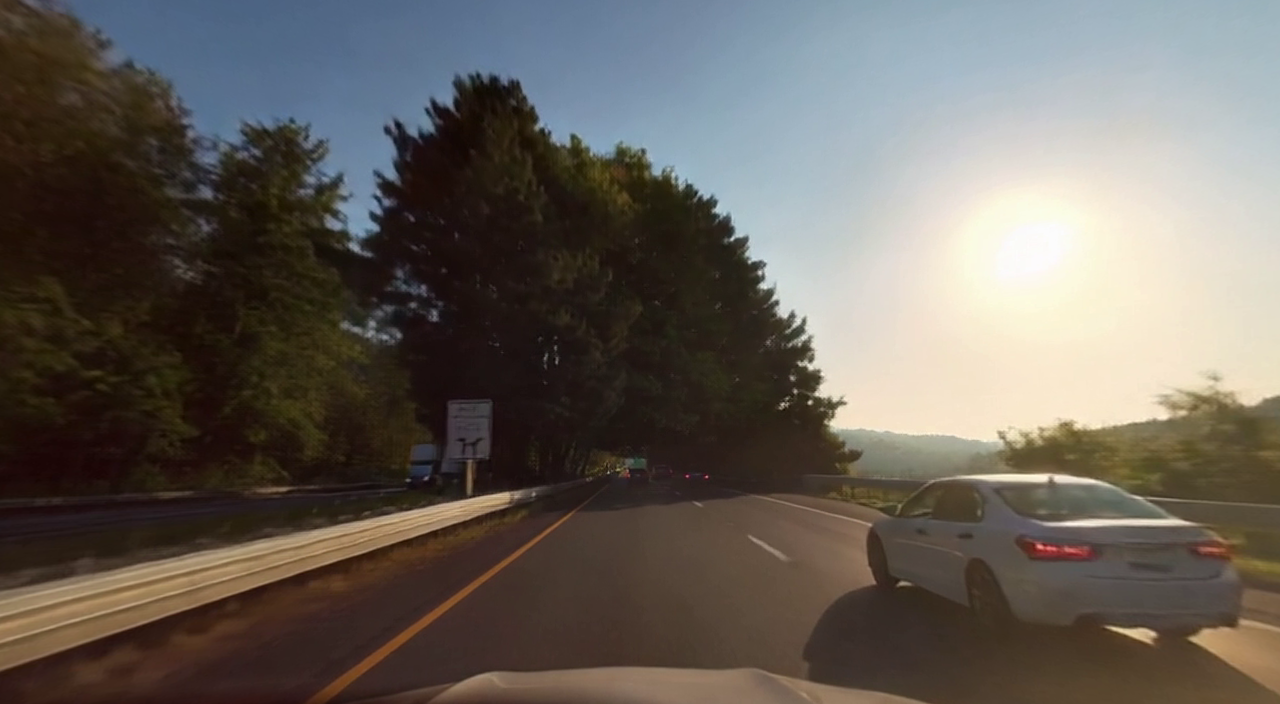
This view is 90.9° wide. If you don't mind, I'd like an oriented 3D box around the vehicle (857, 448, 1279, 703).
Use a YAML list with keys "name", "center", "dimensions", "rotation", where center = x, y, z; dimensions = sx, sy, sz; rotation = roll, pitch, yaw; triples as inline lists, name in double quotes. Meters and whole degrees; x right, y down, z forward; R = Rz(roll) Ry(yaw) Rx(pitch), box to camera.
- name: "vehicle"
  center: [3.954, 1.713, 5.900]
  dimensions: [2.018, 1.426, 4.941]
  rotation: [1, -10, -1]

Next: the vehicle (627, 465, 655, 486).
- name: "vehicle"
  center: [0.065, 8.969, 45.854]
  dimensions: [1.980, 1.483, 3.865]
  rotation: [1, -10, 0]

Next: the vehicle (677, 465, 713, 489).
- name: "vehicle"
  center: [3.645, 8.370, 42.221]
  dimensions: [1.976, 1.467, 3.783]
  rotation: [1, -10, -2]
